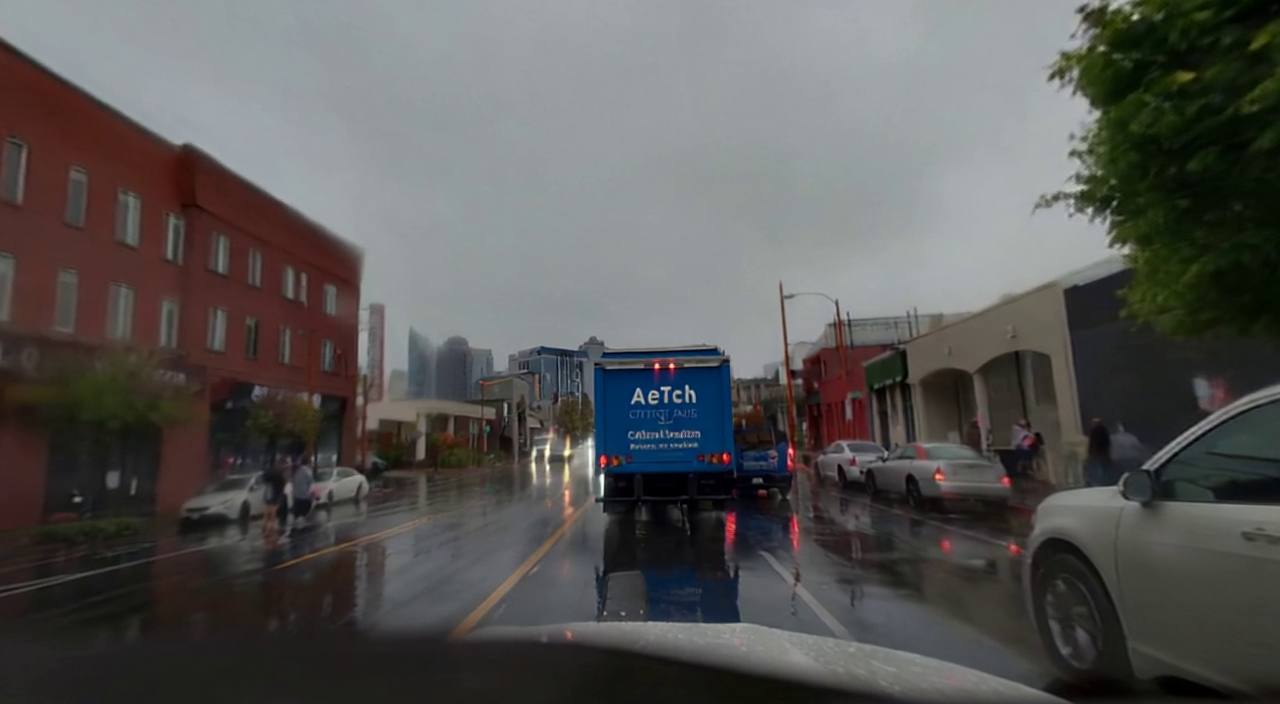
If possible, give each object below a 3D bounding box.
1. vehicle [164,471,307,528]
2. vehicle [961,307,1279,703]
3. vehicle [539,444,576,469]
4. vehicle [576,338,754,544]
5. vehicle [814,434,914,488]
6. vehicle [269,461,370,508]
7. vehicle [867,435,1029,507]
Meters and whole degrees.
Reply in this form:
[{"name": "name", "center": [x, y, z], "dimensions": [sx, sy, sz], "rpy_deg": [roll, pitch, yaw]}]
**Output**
[{"name": "vehicle", "center": [-13.464, 4.898, 21.286], "dimensions": [1.901, 1.508, 4.405], "rpy_deg": [0, -8, 0]}, {"name": "vehicle", "center": [3.421, 0.739, 2.355], "dimensions": [2.104, 1.786, 4.498], "rpy_deg": [0, -9, 1]}, {"name": "vehicle", "center": [-5.978, 7.625, 45.883], "dimensions": [2.046, 1.711, 4.320], "rpy_deg": [0, -8, 1]}, {"name": "vehicle", "center": [0.237, 1.706, 12.112], "dimensions": [2.517, 2.926, 6.177], "rpy_deg": [0, -9, -2]}, {"name": "vehicle", "center": [7.610, 3.731, 21.811], "dimensions": [1.946, 1.680, 4.270], "rpy_deg": [0, -9, 1]}, {"name": "vehicle", "center": [-13.362, 5.523, 26.491], "dimensions": [1.943, 1.682, 4.365], "rpy_deg": [0, -9, 0]}, {"name": "vehicle", "center": [7.551, 2.936, 15.968], "dimensions": [1.951, 1.548, 4.290], "rpy_deg": [0, -9, 1]}]
